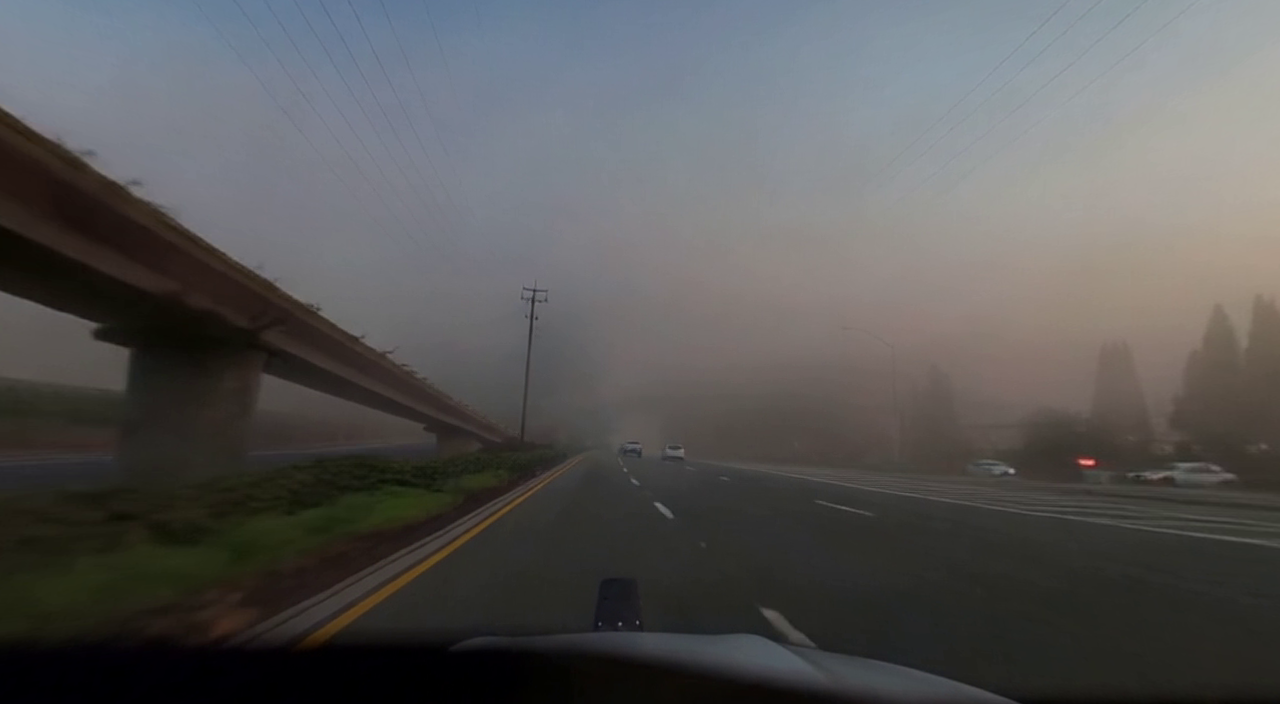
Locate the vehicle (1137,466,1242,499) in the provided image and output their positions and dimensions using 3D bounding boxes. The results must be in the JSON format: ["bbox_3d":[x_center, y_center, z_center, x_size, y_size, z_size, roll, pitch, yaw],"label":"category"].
[{"bbox_3d":[29.970,7.070,34.490,4.118,1.676,1.948,1,-10,-9],"label":"vehicle"}]

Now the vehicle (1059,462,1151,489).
[{"bbox_3d":[27.033,7.192,36.768,4.057,1.399,1.750,0,-11,-7],"label":"vehicle"}]

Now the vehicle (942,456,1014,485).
[{"bbox_3d":[21.187,7.538,39.824,1.789,1.539,4.303,0,-14,-5],"label":"vehicle"}]
